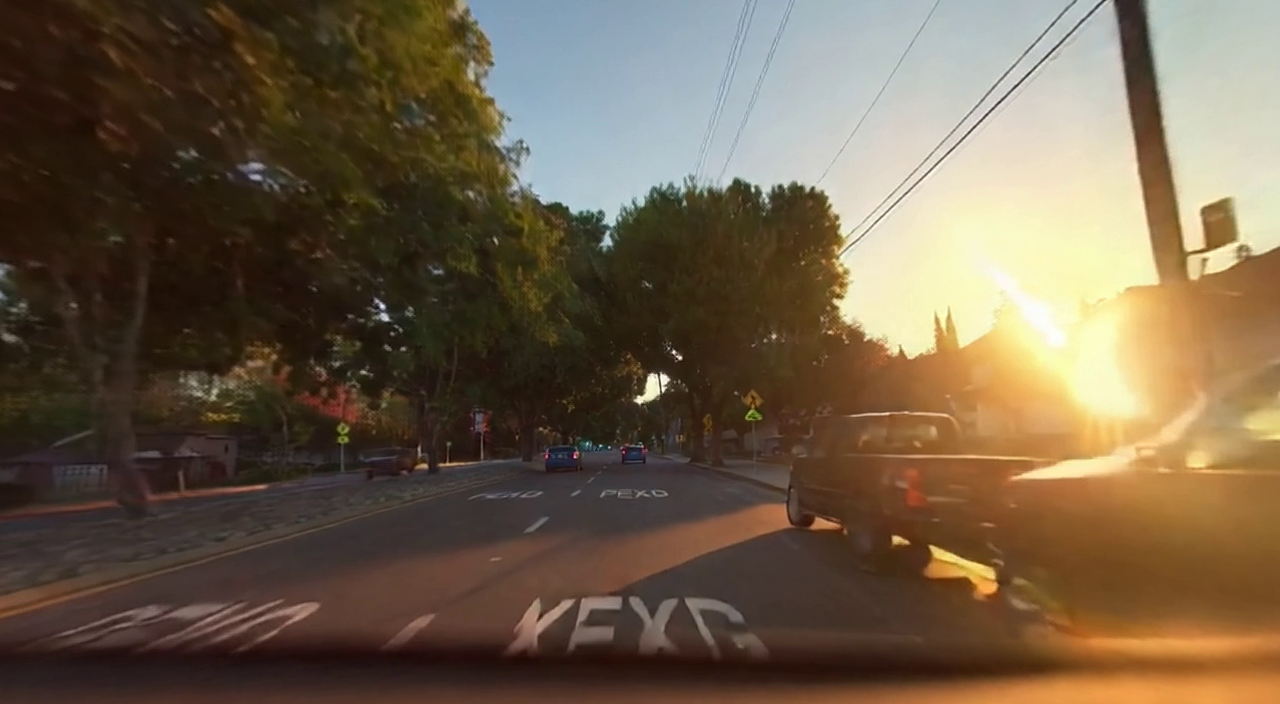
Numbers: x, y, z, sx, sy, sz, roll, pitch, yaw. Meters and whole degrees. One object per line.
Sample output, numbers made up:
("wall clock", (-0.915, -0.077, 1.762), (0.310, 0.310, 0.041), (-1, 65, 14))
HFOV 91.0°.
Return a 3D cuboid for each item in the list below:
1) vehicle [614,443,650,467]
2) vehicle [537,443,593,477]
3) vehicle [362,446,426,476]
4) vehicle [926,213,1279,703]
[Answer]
("vehicle", (-0.497, 6.666, 40.798), (2.187, 1.478, 4.138), (0, -9, -1))
("vehicle", (-3.472, 5.093, 29.921), (2.083, 1.460, 4.527), (0, -9, 0))
("vehicle", (-15.768, 6.995, 40.626), (2.074, 1.769, 4.704), (0, -9, 2))
("vehicle", (3.036, 0.519, 1.543), (2.072, 2.017, 5.590), (0, -9, 1))
